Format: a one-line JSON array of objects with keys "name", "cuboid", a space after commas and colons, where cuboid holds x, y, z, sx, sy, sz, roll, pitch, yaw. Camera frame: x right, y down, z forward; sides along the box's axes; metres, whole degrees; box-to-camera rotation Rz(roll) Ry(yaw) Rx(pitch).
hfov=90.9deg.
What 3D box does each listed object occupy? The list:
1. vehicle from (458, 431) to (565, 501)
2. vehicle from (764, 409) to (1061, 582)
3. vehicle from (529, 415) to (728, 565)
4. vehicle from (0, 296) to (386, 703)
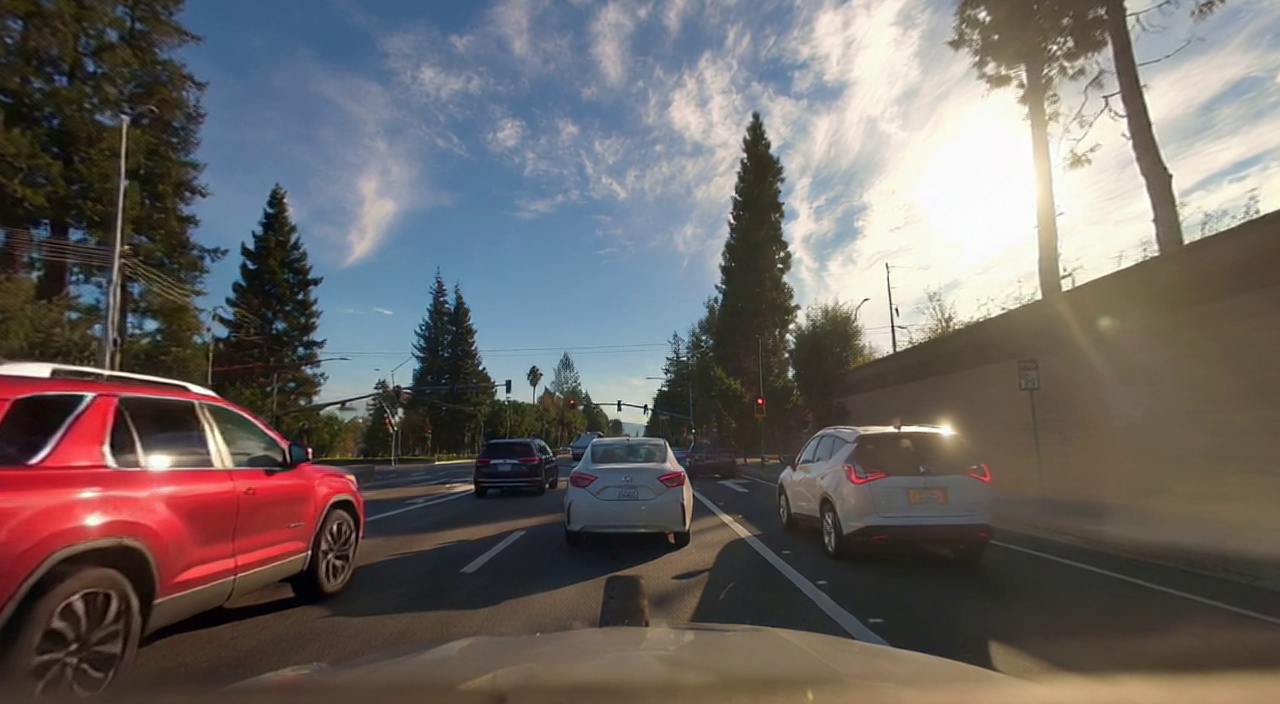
[{"name": "vehicle", "cuboid": [-3.563, 3.250, 18.458, 2.067, 1.759, 4.631, 0, -8, 1]}, {"name": "vehicle", "cuboid": [3.142, 1.742, 8.467, 2.029, 1.702, 4.281, 0, -8, 0]}, {"name": "vehicle", "cuboid": [-0.097, 1.845, 9.128, 2.245, 1.677, 3.913, 0, -8, 1]}, {"name": "vehicle", "cuboid": [-3.550, 0.955, 3.887, 2.070, 1.913, 4.450, 0, -8, 0]}]
